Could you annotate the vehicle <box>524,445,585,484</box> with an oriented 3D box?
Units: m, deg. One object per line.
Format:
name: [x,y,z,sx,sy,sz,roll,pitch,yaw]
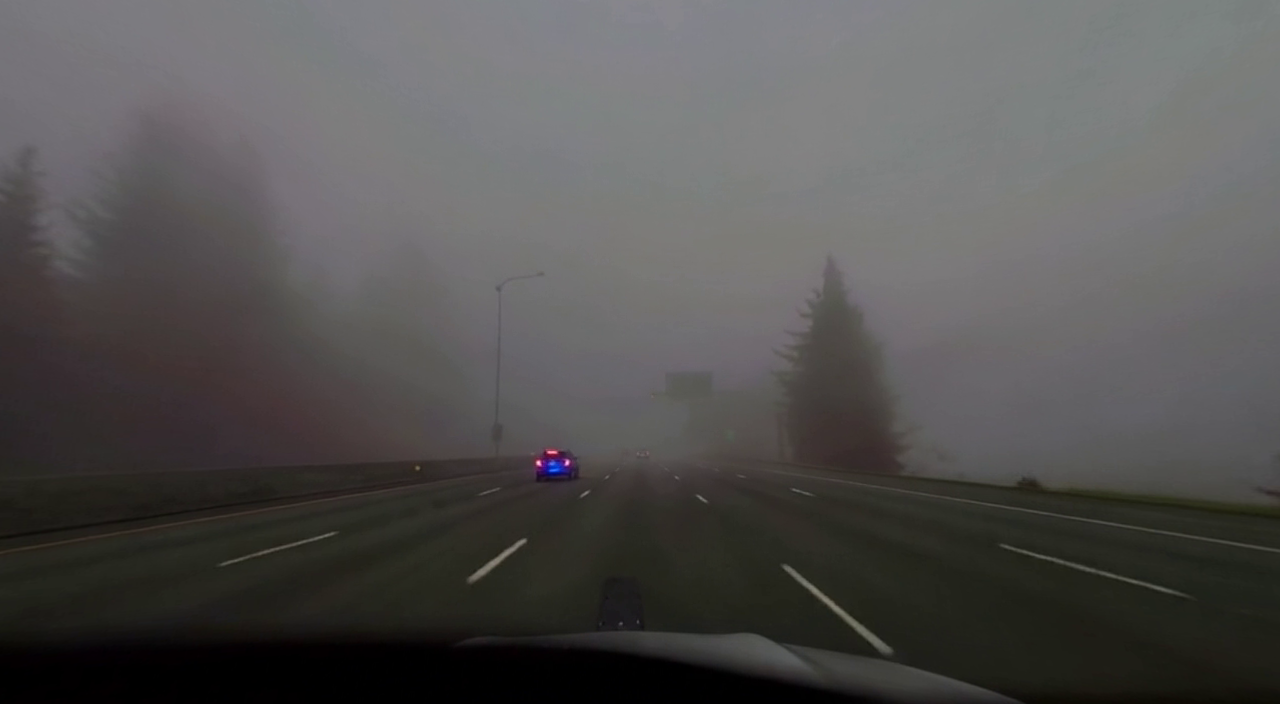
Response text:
vehicle: [-3.585,4.794,27.180,1.979,1.521,4.147,0,-9,1]
